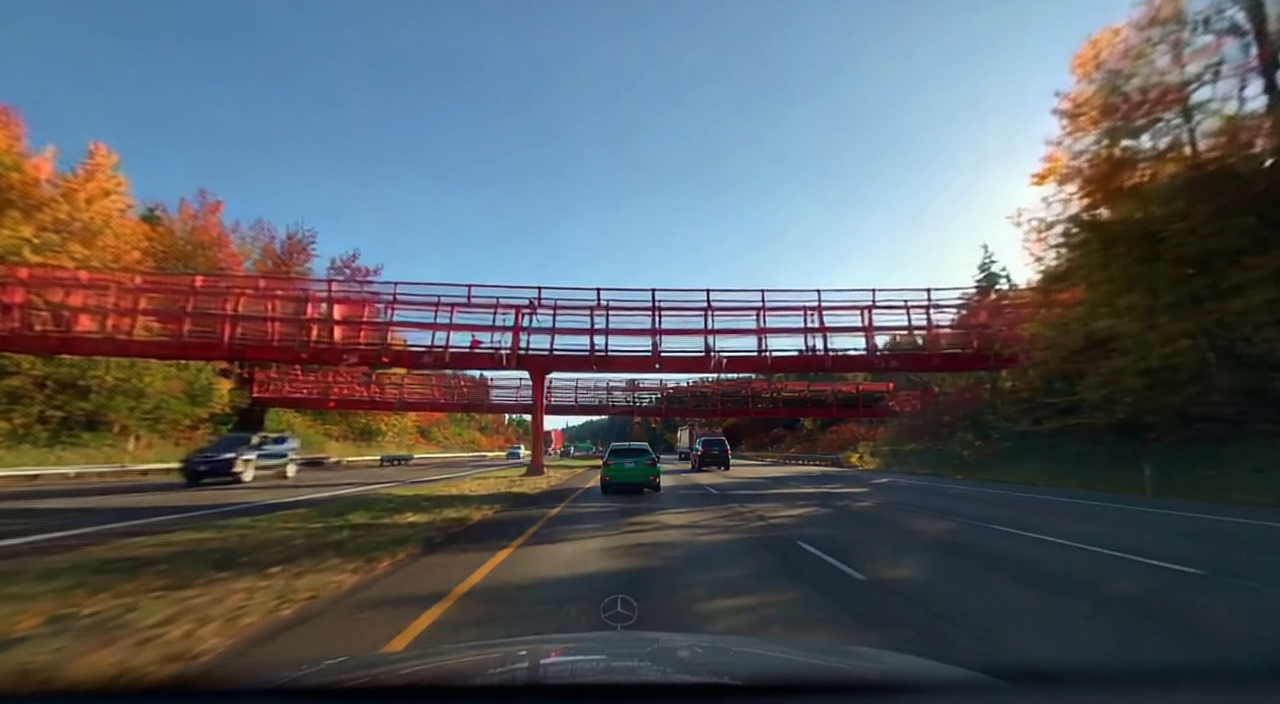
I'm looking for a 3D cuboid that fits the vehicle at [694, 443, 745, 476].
[{"bbox_3d":[3.913,5.334,31.296,1.894,1.487,3.751,0,-9,-2],"label":"vehicle"}]

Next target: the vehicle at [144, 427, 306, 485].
[{"bbox_3d":[-13.142,3.347,20.308,2.058,1.624,4.697,0,-9,0],"label":"vehicle"}]

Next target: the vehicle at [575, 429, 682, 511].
[{"bbox_3d":[-0.260,2.802,15.323,2.259,1.699,4.015,0,-9,0],"label":"vehicle"}]
